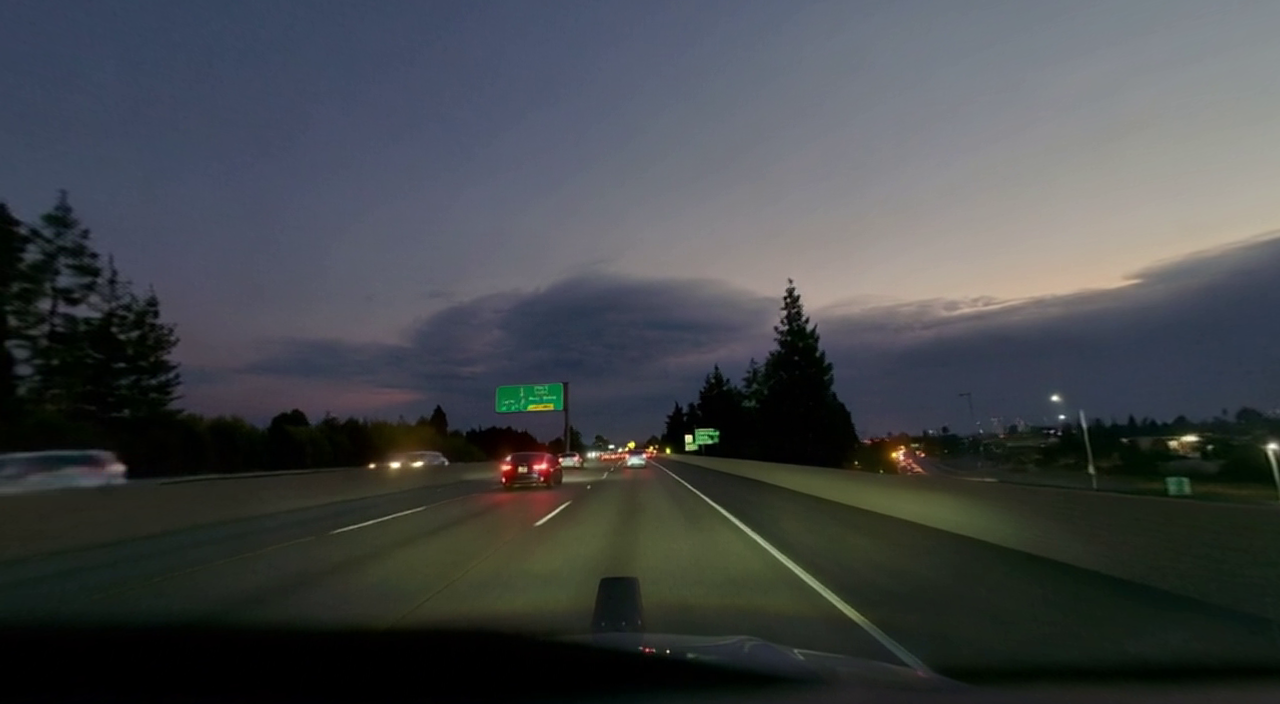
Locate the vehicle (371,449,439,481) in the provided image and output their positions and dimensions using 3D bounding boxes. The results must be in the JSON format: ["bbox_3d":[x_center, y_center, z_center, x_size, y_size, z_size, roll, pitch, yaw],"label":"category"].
[{"bbox_3d":[-13.631,6.539,36.863,2.105,1.676,4.777,0,-8,0],"label":"vehicle"}]

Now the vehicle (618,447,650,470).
[{"bbox_3d":[-0.425,7.227,43.051,2.100,1.471,3.956,0,-8,-1],"label":"vehicle"}]

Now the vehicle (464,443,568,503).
[{"bbox_3d":[-3.444,3.447,18.507,2.067,1.509,4.551,0,-8,1],"label":"vehicle"}]
